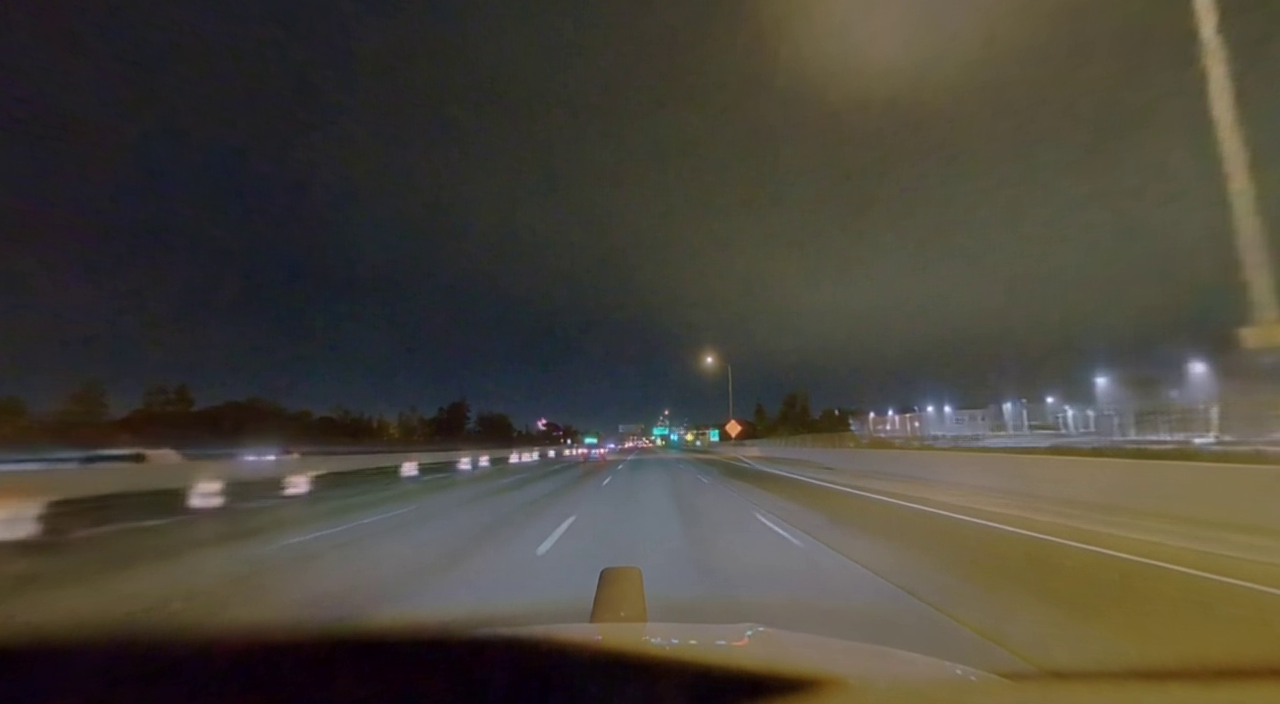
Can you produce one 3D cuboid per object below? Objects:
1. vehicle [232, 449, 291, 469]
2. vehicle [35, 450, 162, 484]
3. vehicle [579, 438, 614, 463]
[{"bbox_3d":[-29.911,8.450,49.819,1.837,1.449,4.489,0,-8,1],"label":"vehicle"},{"bbox_3d":[-26.411,5.587,30.888,1.932,1.497,4.776,0,-8,1],"label":"vehicle"},{"bbox_3d":[-3.025,6.950,44.477,2.078,1.629,4.059,0,-8,1],"label":"vehicle"}]
